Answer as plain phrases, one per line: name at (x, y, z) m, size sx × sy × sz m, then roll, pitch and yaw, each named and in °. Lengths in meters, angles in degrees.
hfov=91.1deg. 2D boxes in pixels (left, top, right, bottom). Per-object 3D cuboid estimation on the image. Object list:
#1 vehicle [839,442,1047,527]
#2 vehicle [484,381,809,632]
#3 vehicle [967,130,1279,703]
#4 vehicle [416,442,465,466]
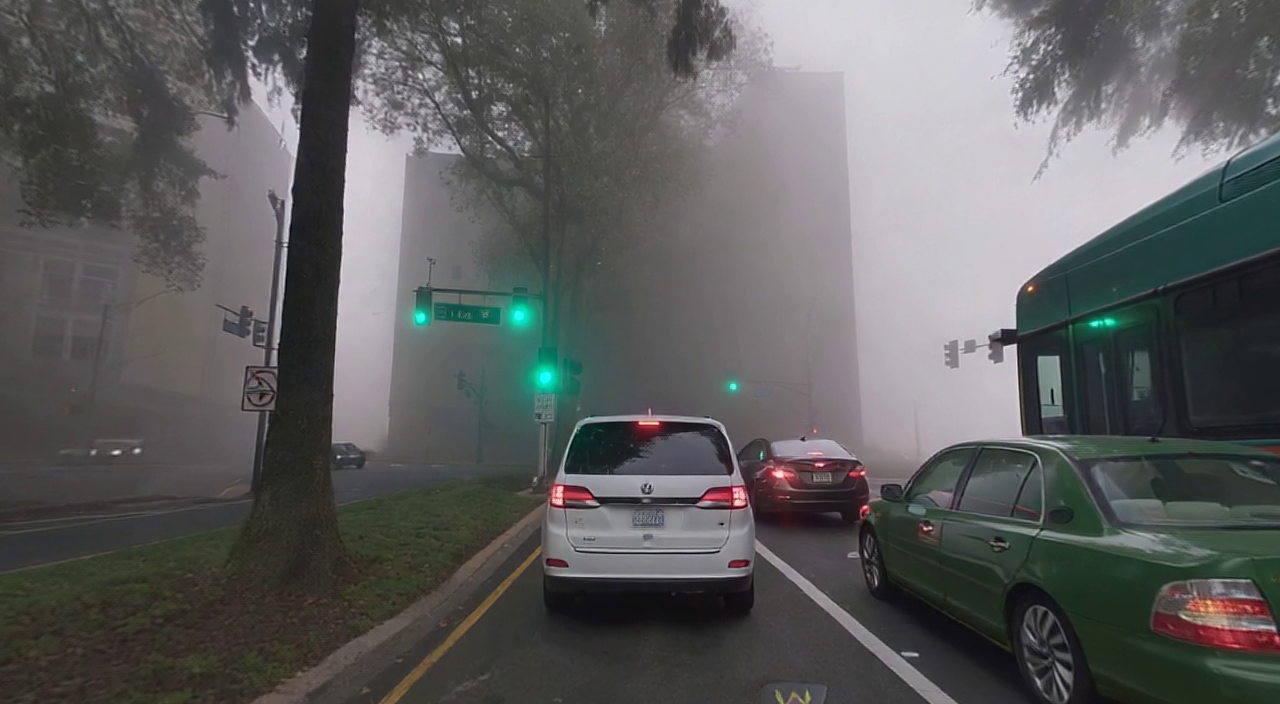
vehicle at (5.993, 2.637, 13.221) m, size 1.987 × 1.457 × 4.675 m, roll 0°, pitch -8°, yaw -1°
vehicle at (0.023, 1.475, 7.006) m, size 2.381 × 1.842 × 4.603 m, roll 0°, pitch -8°, yaw -1°
vehicle at (2.622, 0.317, 0.423) m, size 2.037 × 2.065 × 5.037 m, roll 0°, pitch -8°, yaw 0°
vehicle at (-15.498, 7.901, 48.700) m, size 1.924 × 1.720 × 4.097 m, roll 8°, pitch -12°, yaw -44°
